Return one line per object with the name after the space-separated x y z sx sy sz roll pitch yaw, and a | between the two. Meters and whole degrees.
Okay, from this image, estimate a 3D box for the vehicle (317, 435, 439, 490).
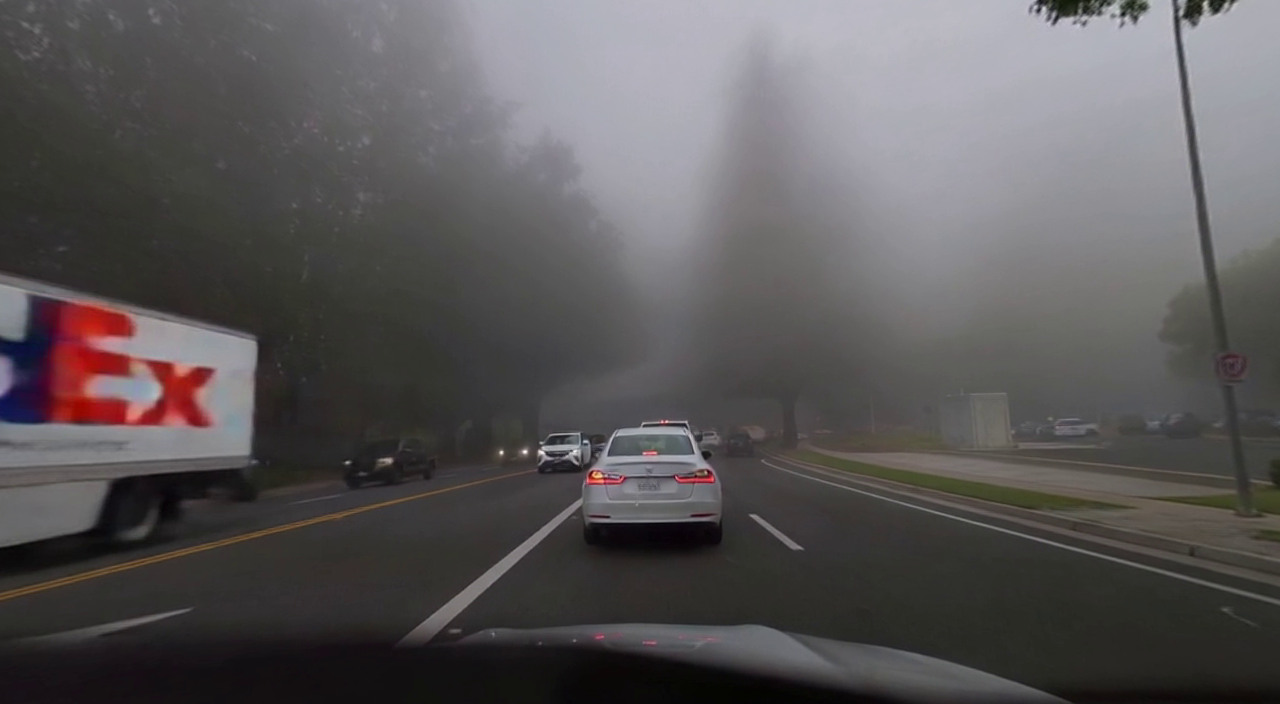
-9.429 3.999 23.259 2.039 1.769 4.911 -1 -8 5 | vehicle

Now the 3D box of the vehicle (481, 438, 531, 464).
-9.077 6.752 43.168 2.005 1.701 4.355 -1 -8 7 | vehicle

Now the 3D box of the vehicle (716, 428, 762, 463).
5.503 5.265 35.625 2.155 1.786 4.459 -1 -8 3 | vehicle

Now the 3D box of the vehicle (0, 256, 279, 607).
-7.612 0.698 5.557 2.961 3.316 9.483 -1 -8 2 | vehicle

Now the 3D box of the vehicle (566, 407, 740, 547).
0.181 1.851 9.960 2.154 1.710 4.128 0 -8 1 | vehicle

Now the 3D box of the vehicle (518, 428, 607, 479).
-2.837 3.899 24.487 2.057 1.786 4.725 -2 -8 11 | vehicle
